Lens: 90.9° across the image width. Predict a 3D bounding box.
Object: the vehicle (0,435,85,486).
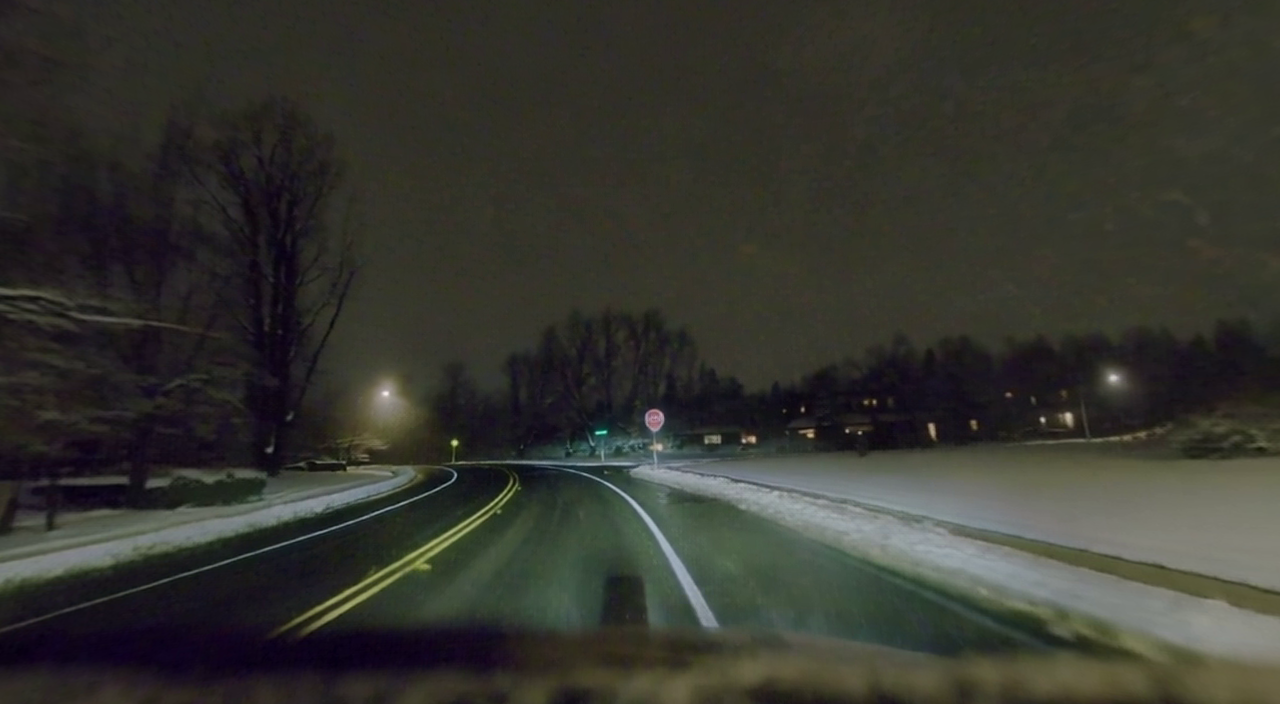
[{"bbox_3d":[-26.724,4.656,27.368,2.063,2.001,5.448,3,-9,-21],"label":"vehicle"}]
